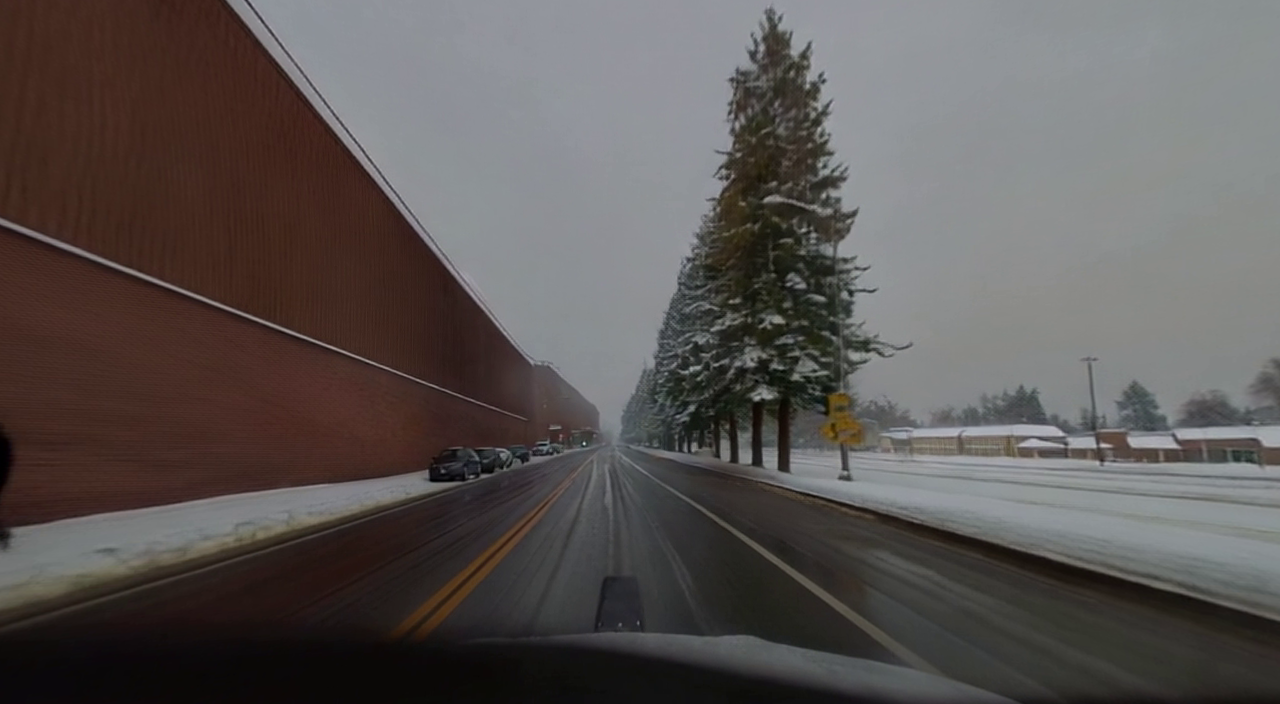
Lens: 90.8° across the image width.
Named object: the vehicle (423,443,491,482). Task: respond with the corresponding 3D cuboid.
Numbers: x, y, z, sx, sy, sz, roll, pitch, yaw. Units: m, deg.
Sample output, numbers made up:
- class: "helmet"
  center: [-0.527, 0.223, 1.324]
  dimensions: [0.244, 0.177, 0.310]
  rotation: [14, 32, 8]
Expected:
- class: "vehicle"
  center: [-8.088, 4.902, 28.359]
  dimensions: [1.899, 1.485, 4.593]
  rotation: [2, -8, -3]
